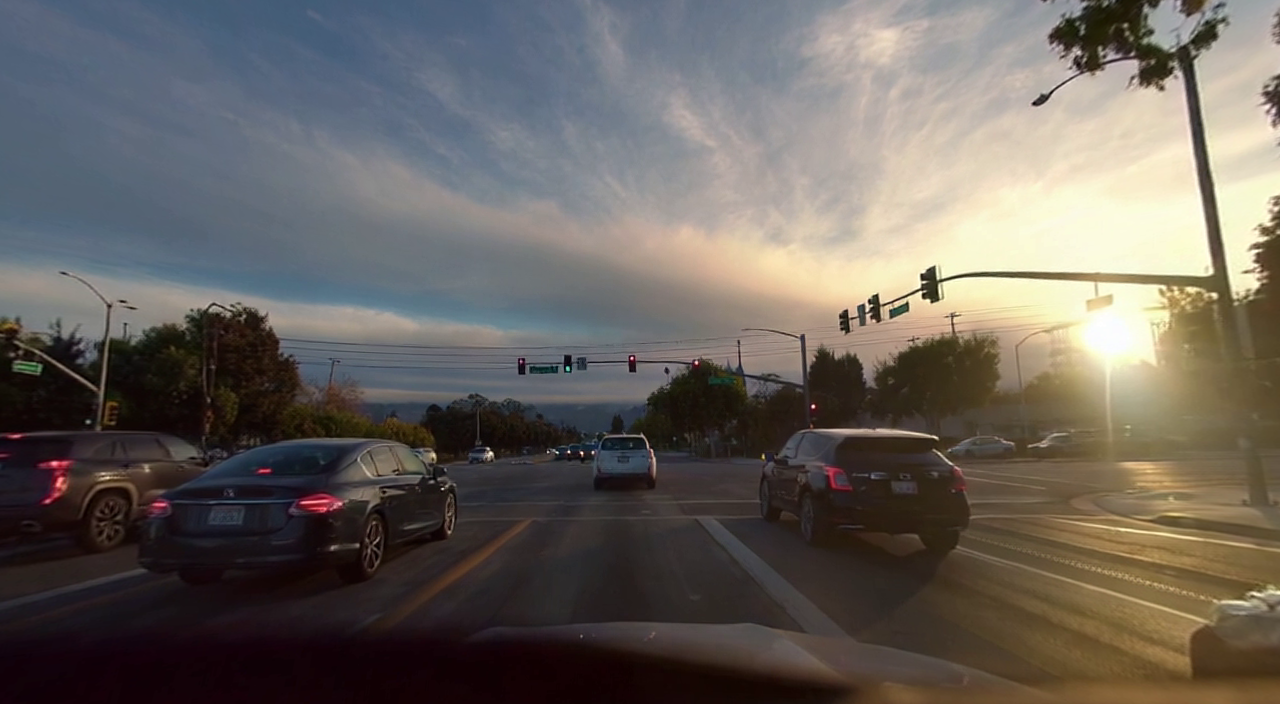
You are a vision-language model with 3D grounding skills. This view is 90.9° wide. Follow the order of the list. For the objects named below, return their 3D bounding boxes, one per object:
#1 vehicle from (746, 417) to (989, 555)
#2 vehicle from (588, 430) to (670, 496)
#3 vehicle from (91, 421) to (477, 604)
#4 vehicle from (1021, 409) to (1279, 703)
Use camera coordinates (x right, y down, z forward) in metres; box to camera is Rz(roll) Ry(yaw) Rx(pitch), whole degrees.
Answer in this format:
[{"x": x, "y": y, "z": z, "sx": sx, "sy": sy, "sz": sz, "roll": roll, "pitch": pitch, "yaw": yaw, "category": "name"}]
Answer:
[{"x": 3.240, "y": 2.007, "z": 10.192, "sx": 2.097, "sy": 1.707, "sz": 4.461, "roll": 0, "pitch": -8, "yaw": -2, "category": "vehicle"}, {"x": -0.274, "y": 3.288, "z": 19.048, "sx": 2.215, "sy": 1.749, "sz": 3.976, "roll": 0, "pitch": -8, "yaw": 1, "category": "vehicle"}, {"x": -3.519, "y": 1.650, "z": 7.449, "sx": 1.941, "sy": 1.492, "sz": 4.399, "roll": 0, "pitch": -8, "yaw": 1, "category": "vehicle"}, {"x": 3.204, "y": 0.818, "z": 1.421, "sx": 1.960, "sy": 1.460, "sz": 4.233, "roll": 0, "pitch": -8, "yaw": -1, "category": "vehicle"}]
